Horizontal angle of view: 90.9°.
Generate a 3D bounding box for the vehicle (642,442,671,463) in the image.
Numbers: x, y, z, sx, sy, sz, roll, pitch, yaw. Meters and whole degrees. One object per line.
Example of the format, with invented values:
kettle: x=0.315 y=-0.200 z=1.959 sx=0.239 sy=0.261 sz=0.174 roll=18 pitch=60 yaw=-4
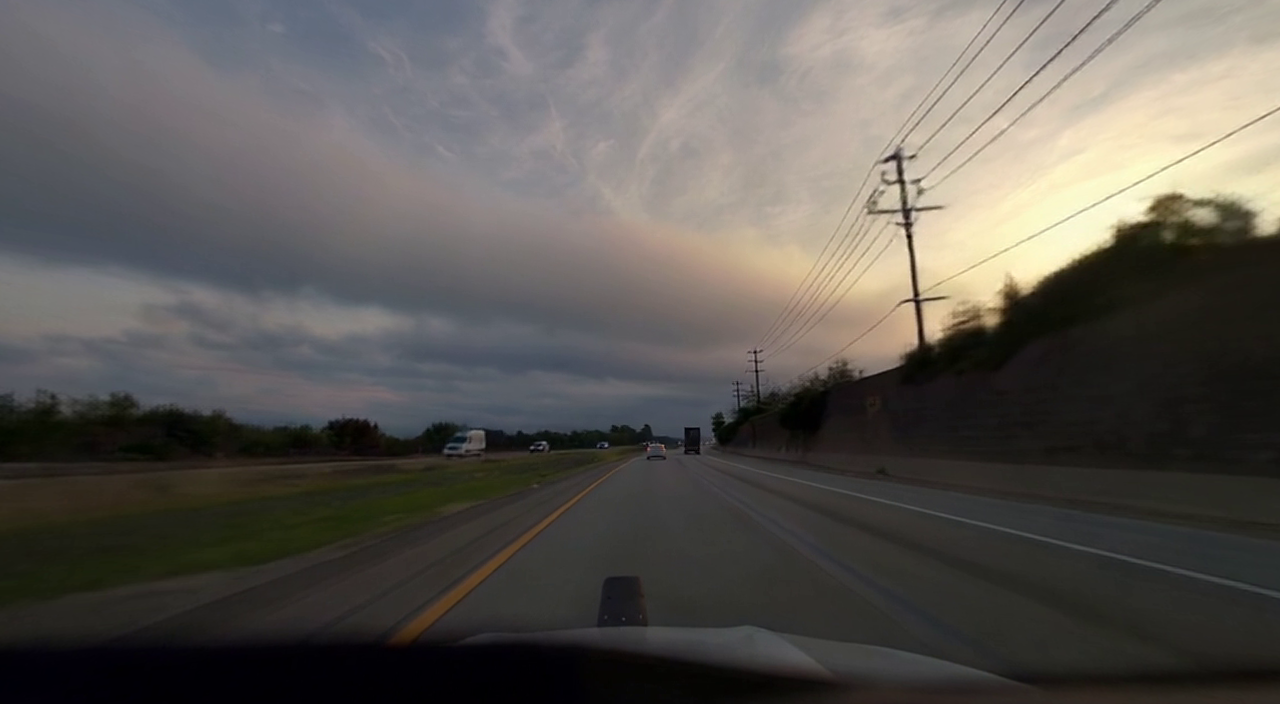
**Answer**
vehicle: x=1.291 y=7.825 z=49.108 sx=2.192 sy=1.556 sz=4.132 roll=-1 pitch=-8 yaw=1
